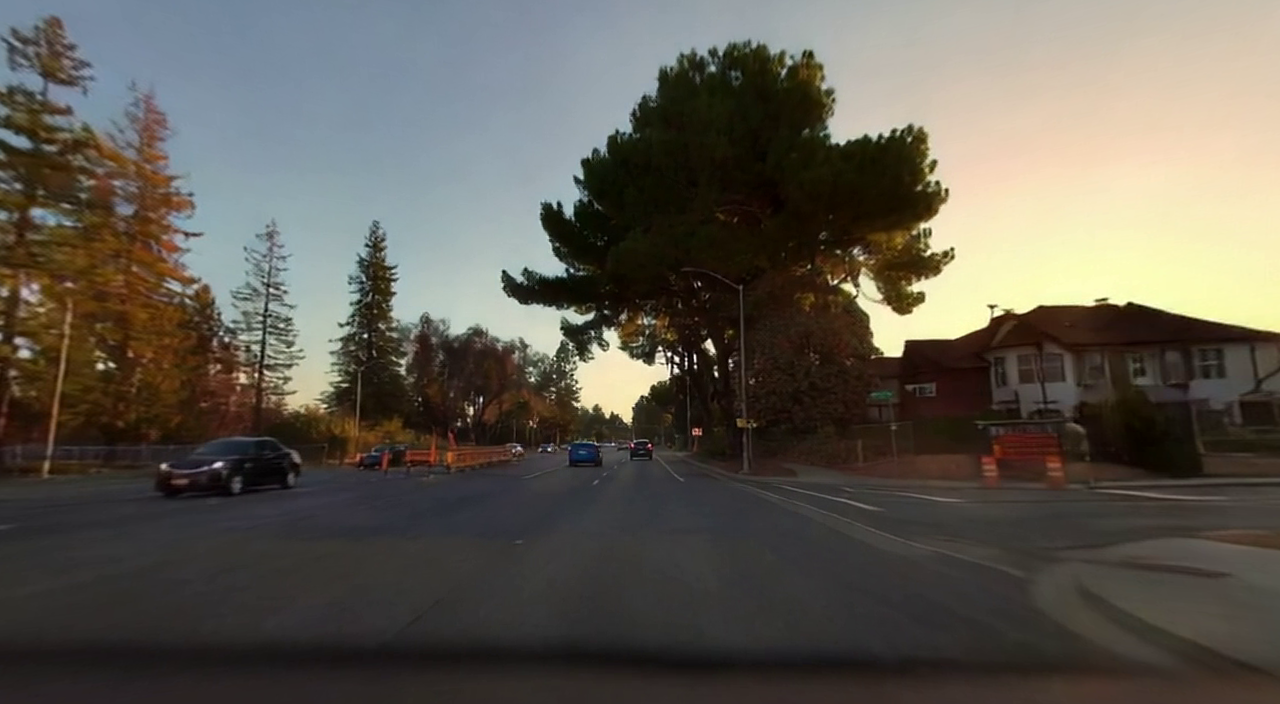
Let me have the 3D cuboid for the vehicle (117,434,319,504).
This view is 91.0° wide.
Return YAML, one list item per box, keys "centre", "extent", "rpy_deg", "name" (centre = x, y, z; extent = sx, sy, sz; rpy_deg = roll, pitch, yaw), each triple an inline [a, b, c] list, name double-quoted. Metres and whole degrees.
- centre: [-10.610, 2.953, 16.421]
  extent: [2.009, 1.541, 4.753]
  rpy_deg: [0, -8, -1]
  name: "vehicle"

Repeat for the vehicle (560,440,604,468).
- centre: [-3.617, 6.451, 40.133]
  extent: [2.198, 1.663, 4.519]
  rpy_deg: [0, -8, 2]
  name: "vehicle"

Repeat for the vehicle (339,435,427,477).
- centre: [-11.126, 4.532, 27.600]
  extent: [2.014, 1.674, 4.337]
  rpy_deg: [0, -8, 0]
  name: "vehicle"
